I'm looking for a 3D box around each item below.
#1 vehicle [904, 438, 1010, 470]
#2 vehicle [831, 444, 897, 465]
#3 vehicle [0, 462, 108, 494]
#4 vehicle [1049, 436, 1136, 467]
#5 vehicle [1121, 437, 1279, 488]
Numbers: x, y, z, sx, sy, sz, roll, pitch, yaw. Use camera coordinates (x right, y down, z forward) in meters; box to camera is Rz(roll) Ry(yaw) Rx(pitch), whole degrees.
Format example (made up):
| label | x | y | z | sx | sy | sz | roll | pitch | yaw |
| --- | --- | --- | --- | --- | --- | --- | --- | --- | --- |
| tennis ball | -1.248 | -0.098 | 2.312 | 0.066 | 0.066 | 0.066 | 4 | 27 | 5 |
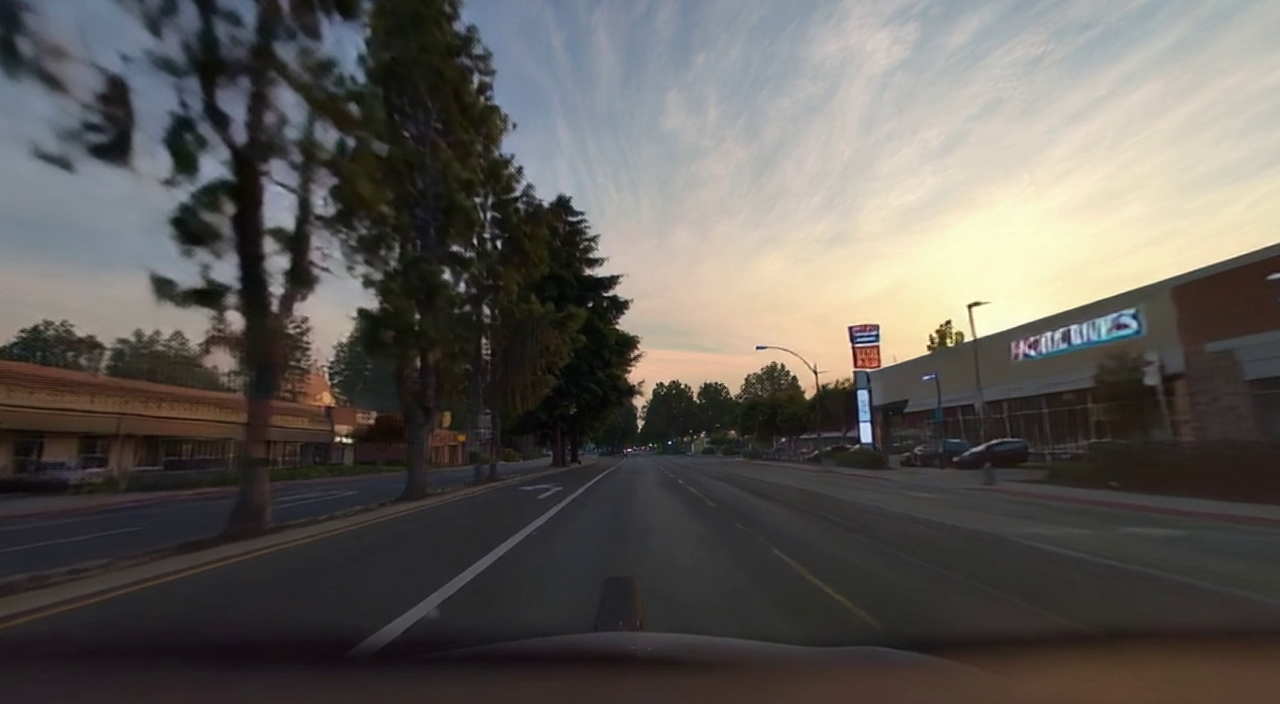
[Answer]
| label | x | y | z | sx | sy | sz | roll | pitch | yaw |
| --- | --- | --- | --- | --- | --- | --- | --- | --- | --- |
| vehicle | 17.985 | 5.827 | 36.031 | 4.935 | 1.753 | 1.958 | 0 | -9 | 1 |
| vehicle | 17.115 | 7.831 | 48.441 | 4.324 | 1.536 | 1.947 | 0 | -9 | -1 |
| vehicle | -27.194 | 5.725 | 28.784 | 4.282 | 1.296 | 1.914 | -2 | -10 | 4 |
| vehicle | 28.047 | 6.196 | 39.361 | 1.931 | 1.784 | 4.813 | 0 | -9 | 2 |
| vehicle | 18.654 | 3.580 | 20.739 | 1.846 | 1.466 | 4.679 | 0 | -9 | -3 |
